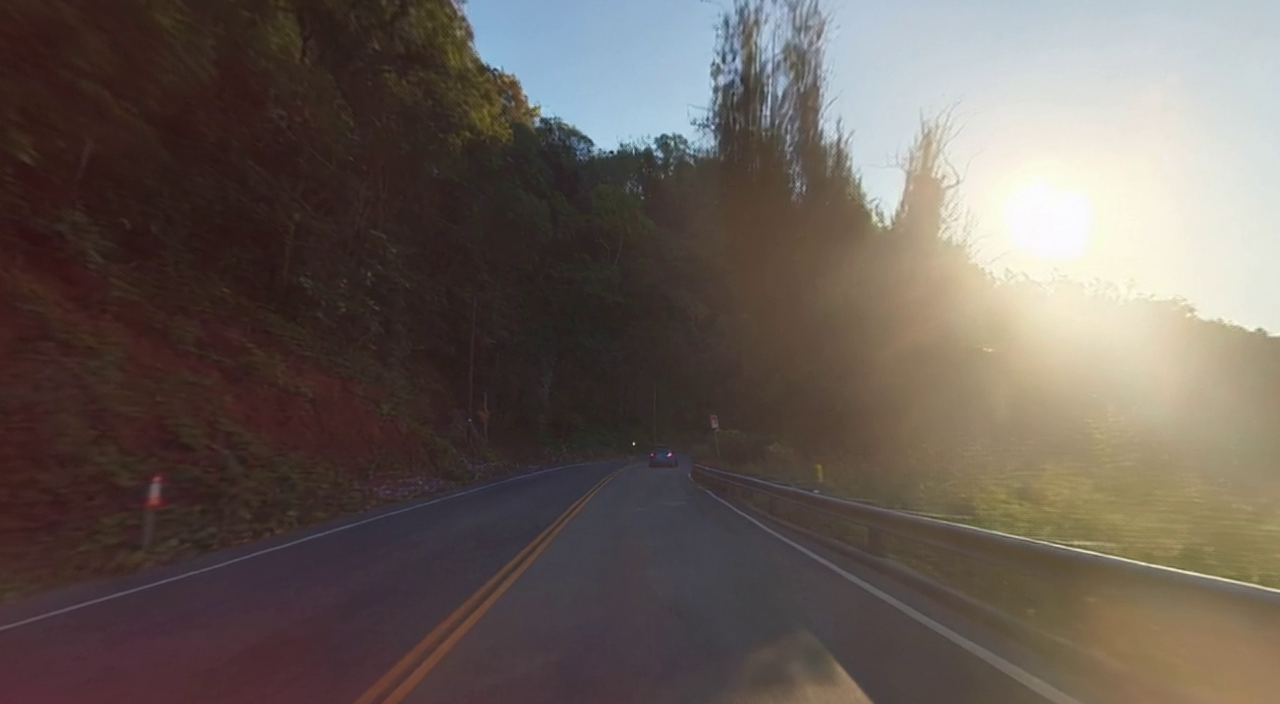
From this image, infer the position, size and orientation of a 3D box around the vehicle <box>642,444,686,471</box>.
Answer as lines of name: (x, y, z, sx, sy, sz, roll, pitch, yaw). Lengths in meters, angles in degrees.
vehicle: (1.515, 6.370, 38.194, 2.259, 1.503, 4.075, -1, -8, 8)
